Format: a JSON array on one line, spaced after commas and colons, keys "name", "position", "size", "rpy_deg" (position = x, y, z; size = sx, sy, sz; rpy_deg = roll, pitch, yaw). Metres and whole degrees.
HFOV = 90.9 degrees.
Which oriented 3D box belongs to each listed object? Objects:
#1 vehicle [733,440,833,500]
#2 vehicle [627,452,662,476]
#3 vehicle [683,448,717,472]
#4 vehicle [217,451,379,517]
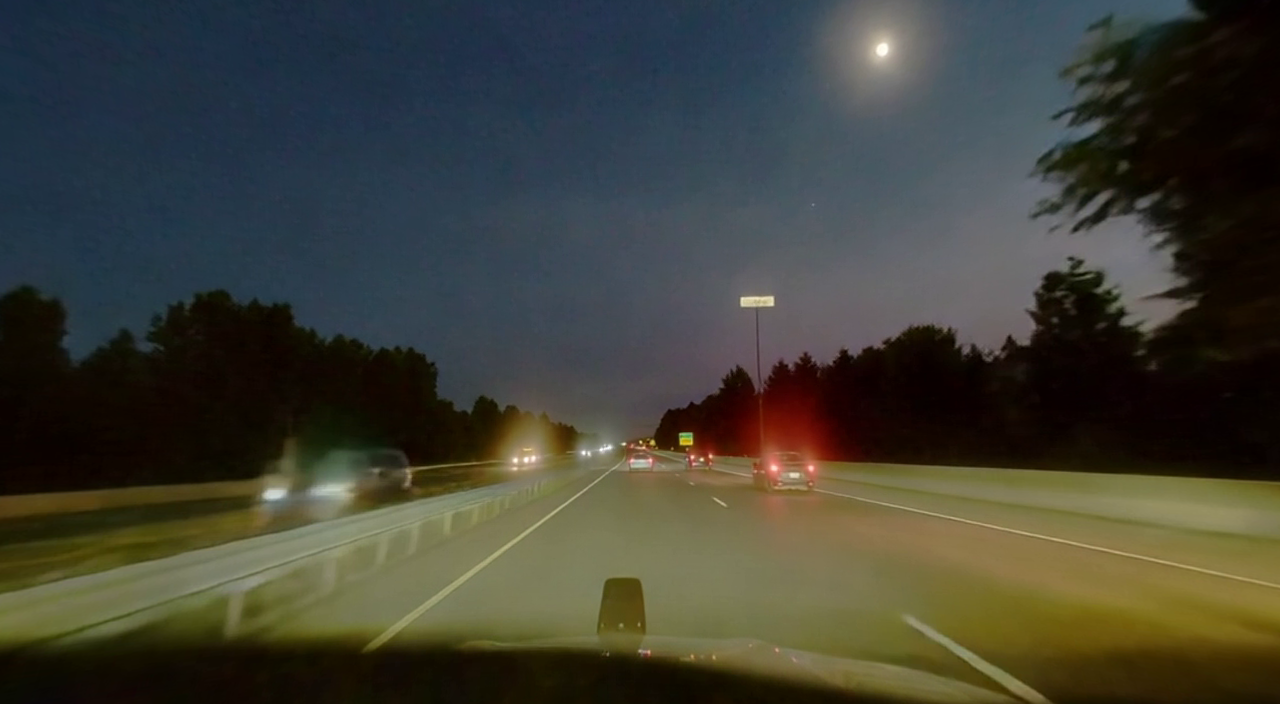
[{"name": "vehicle", "position": [4.286, 3.604, 19.633], "size": [1.969, 1.639, 4.472], "rpy_deg": [0, -9, -1]}, {"name": "vehicle", "position": [0.247, 6.724, 38.085], "size": [2.012, 1.320, 3.777], "rpy_deg": [0, -9, 0]}, {"name": "vehicle", "position": [4.194, 7.568, 44.509], "size": [1.935, 1.594, 3.981], "rpy_deg": [0, -9, -1]}, {"name": "vehicle", "position": [-8.611, 3.323, 16.393], "size": [1.884, 1.459, 4.223], "rpy_deg": [0, -9, -1]}]
